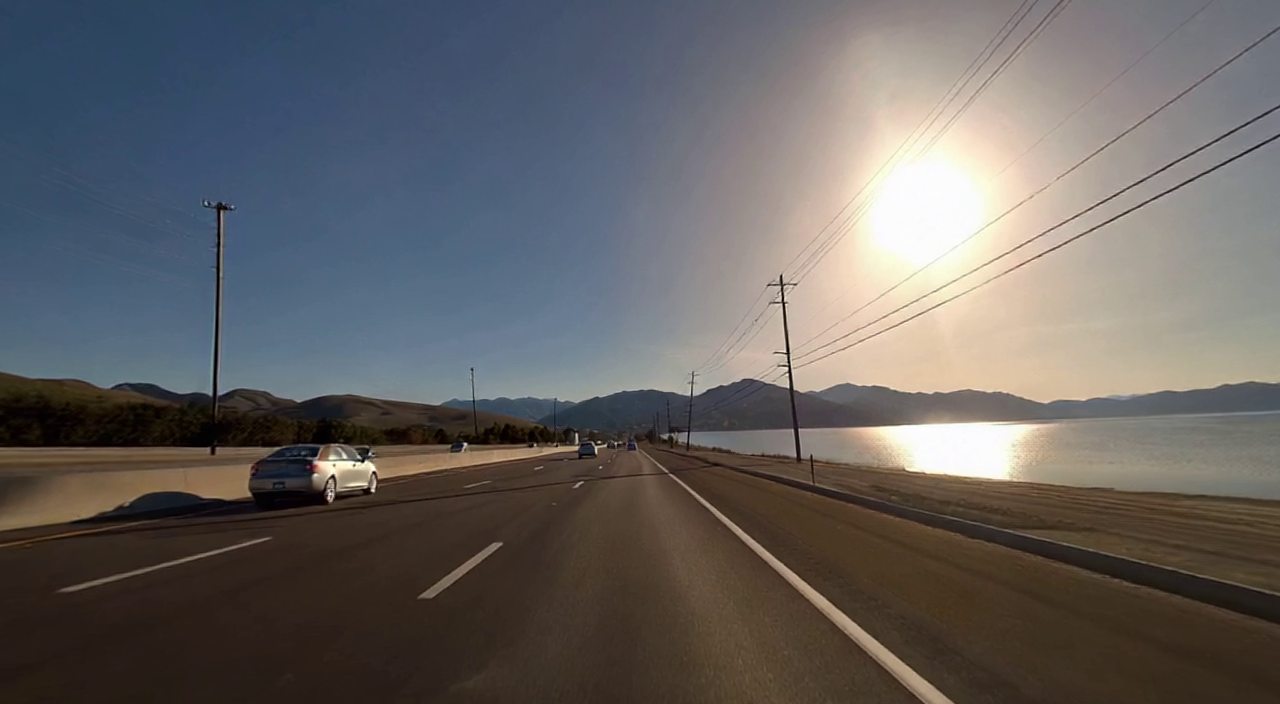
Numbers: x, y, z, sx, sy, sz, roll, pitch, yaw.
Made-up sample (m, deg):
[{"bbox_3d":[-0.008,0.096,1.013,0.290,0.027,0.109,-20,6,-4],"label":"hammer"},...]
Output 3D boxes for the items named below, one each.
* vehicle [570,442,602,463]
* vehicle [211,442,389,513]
[{"bbox_3d":[-4.013,7.518,47.313,2.097,1.514,4.209,0,-8,-1],"label":"vehicle"},{"bbox_3d":[-7.965,2.935,15.391,1.847,1.456,4.471,0,-8,0],"label":"vehicle"}]
